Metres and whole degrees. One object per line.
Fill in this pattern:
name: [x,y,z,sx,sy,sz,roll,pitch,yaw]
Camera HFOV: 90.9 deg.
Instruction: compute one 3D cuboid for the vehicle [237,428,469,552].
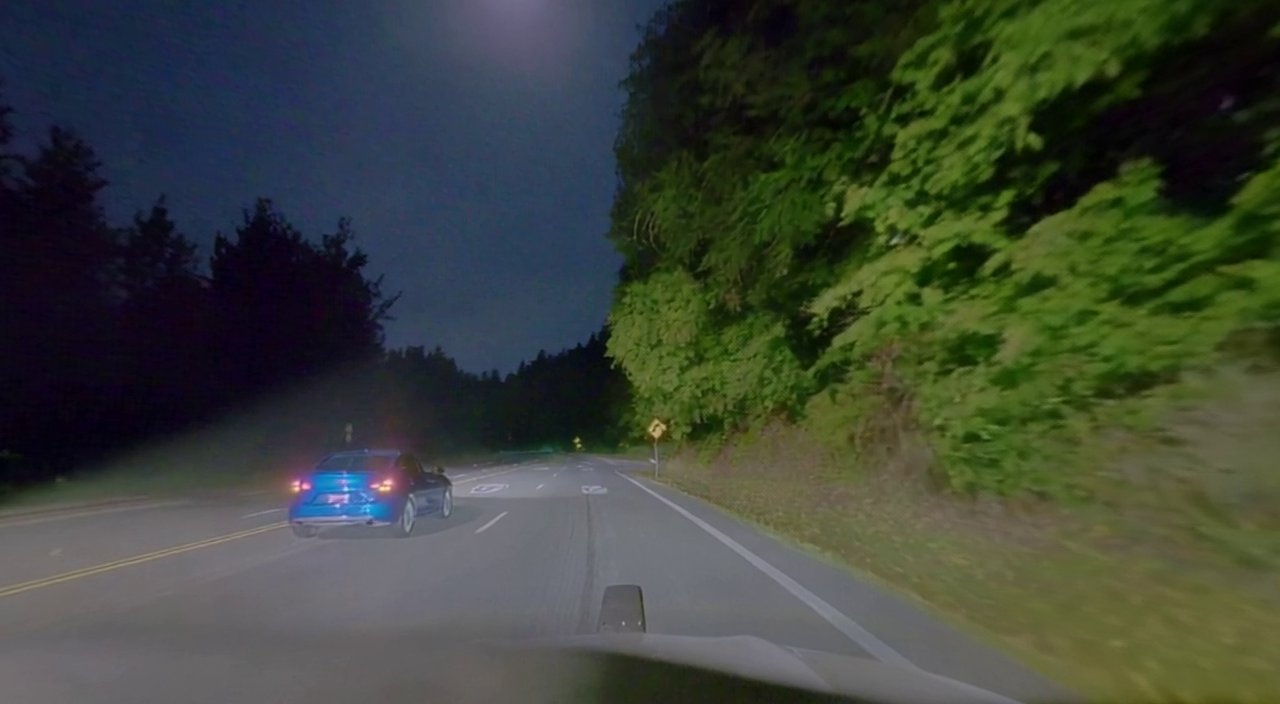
vehicle: [-4.352,2.143,10.419,2.078,1.607,3.959,0,-9,-2]
